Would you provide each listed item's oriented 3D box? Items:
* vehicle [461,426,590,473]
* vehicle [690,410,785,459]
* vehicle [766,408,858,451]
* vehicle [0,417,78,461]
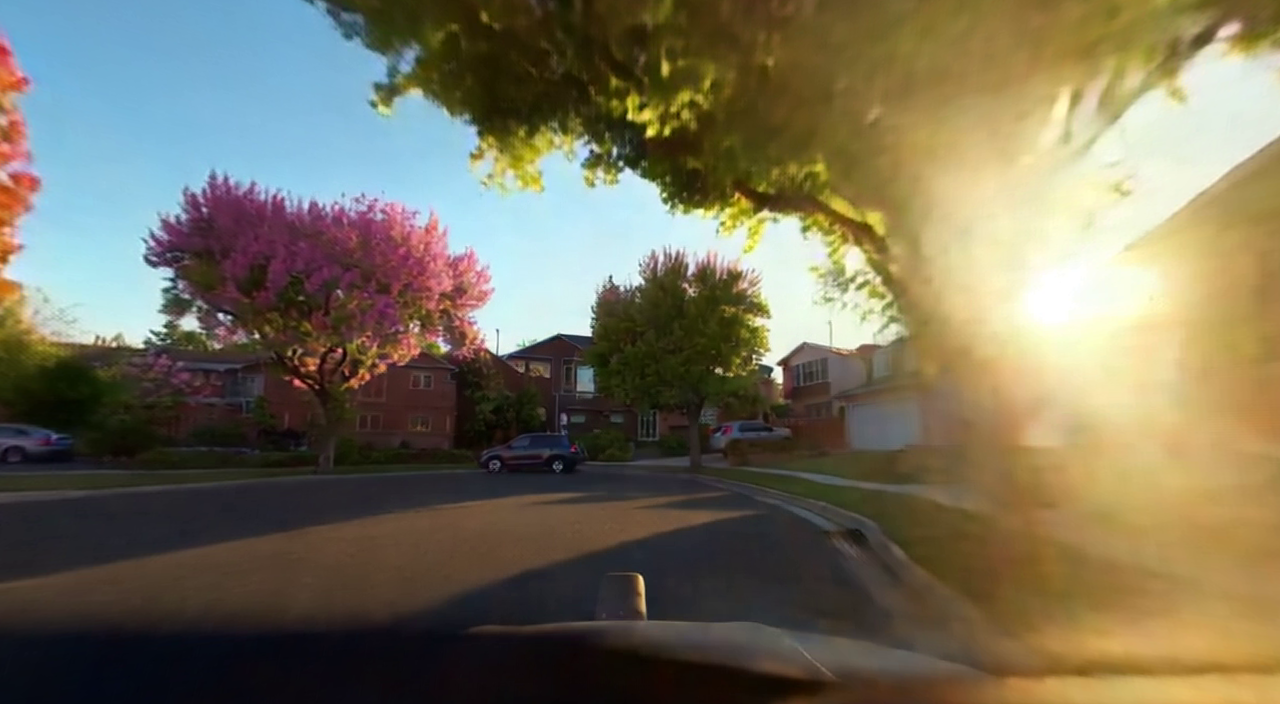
[{"bbox_3d":[-4.675,4.056,26.239,4.815,1.827,2.147,-1,-9,10],"label":"vehicle"},{"bbox_3d":[4.614,3.795,29.501,2.310,1.701,4.280,-7,-3,41],"label":"vehicle"},{"bbox_3d":[7.969,3.627,29.049,2.152,1.773,4.495,-8,-11,42],"label":"vehicle"},{"bbox_3d":[-26.780,3.773,27.241,4.237,1.728,2.203,-4,-10,27],"label":"vehicle"}]
